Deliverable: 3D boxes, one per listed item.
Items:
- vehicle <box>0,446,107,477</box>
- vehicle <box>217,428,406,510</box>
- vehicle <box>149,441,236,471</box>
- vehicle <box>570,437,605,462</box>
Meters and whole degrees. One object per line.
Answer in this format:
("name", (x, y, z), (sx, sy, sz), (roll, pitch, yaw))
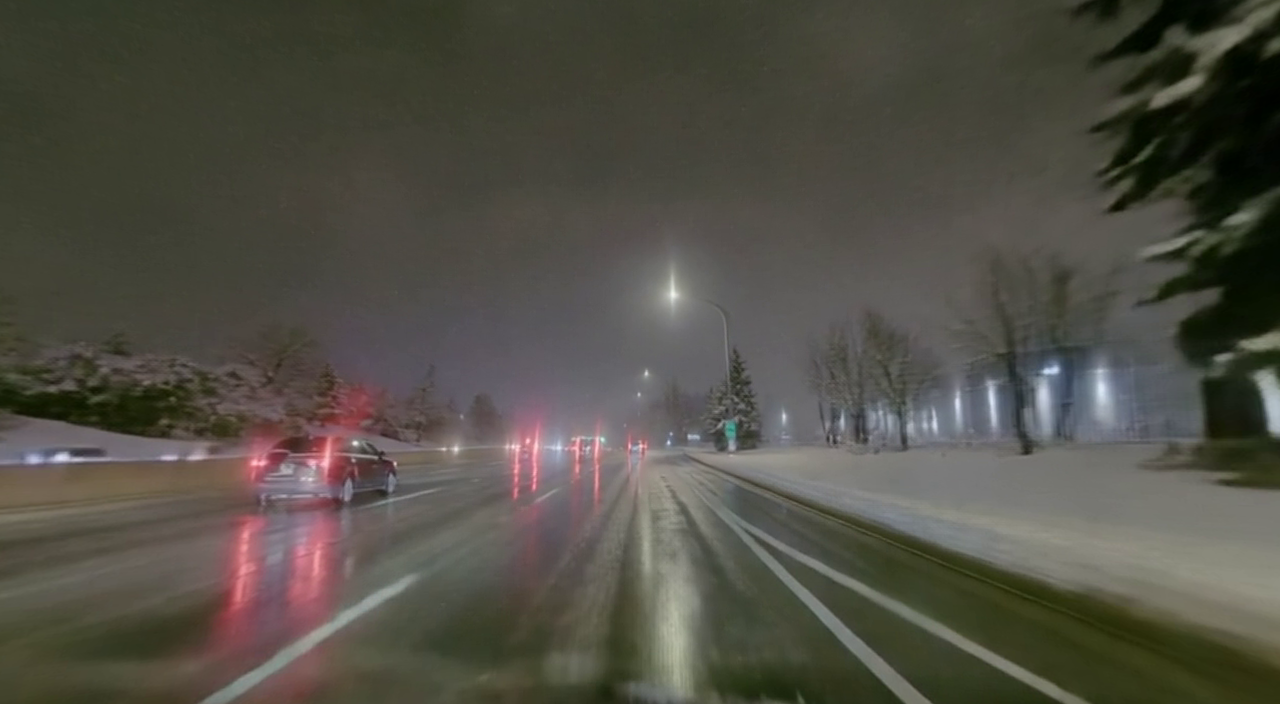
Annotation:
("vehicle", (-31.333, 5.804, 33.598), (1.871, 1.509, 4.388), (0, -8, 1))
("vehicle", (-7.584, 2.732, 15.223), (2.071, 1.661, 4.540), (0, -8, 1))
("vehicle", (-27.123, 6.290, 38.361), (1.929, 1.714, 4.511), (0, -8, 1))
("vehicle", (-3.849, 7.270, 47.074), (2.158, 1.717, 4.375), (0, -8, 1))
